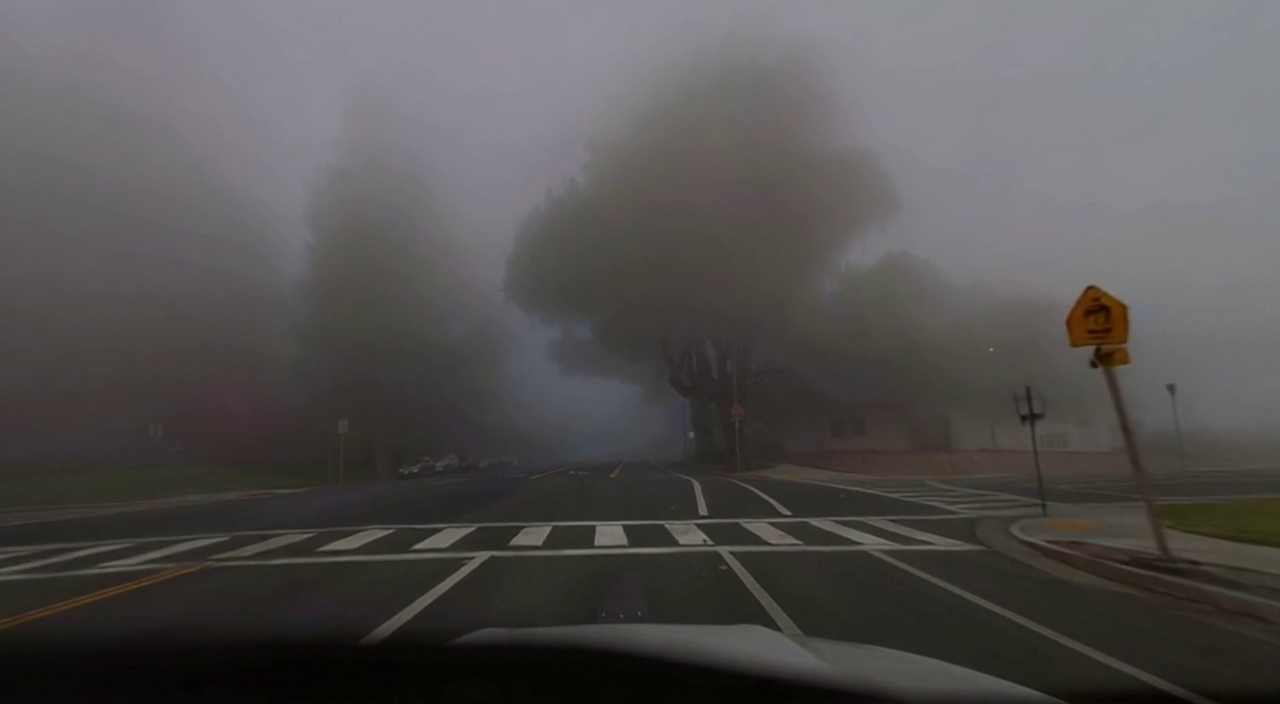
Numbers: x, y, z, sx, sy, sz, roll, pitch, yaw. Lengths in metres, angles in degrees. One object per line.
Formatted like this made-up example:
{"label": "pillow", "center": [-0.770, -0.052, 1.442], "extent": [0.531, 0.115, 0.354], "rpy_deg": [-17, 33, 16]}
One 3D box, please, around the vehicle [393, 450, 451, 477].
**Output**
{"label": "vehicle", "center": [-14.619, 7.534, 42.624], "extent": [2.085, 1.685, 4.523], "rpy_deg": [-1, -10, 4]}
